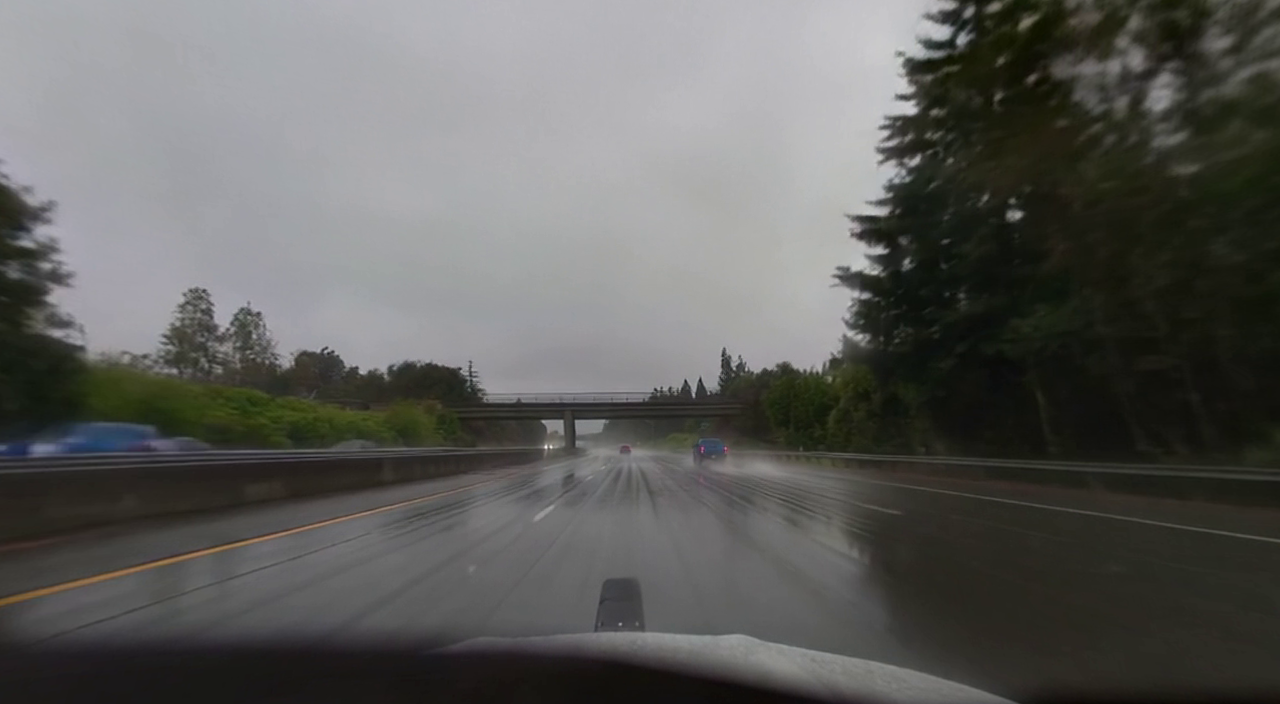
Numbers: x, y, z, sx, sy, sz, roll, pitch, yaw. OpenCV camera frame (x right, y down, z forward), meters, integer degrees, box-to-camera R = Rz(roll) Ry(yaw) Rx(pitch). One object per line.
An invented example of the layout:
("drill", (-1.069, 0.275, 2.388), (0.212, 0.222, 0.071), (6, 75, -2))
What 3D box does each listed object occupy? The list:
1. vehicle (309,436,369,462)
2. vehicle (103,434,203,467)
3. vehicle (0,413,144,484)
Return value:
("vehicle", (-19.412, 6.288, 40.994), (1.787, 1.546, 4.284), (0, -8, 0))
("vehicle", (-27.495, 5.576, 35.913), (2.001, 1.697, 4.646), (0, -9, -1))
("vehicle", (-15.648, 2.499, 16.320), (1.945, 1.614, 4.597), (0, -9, -1))
